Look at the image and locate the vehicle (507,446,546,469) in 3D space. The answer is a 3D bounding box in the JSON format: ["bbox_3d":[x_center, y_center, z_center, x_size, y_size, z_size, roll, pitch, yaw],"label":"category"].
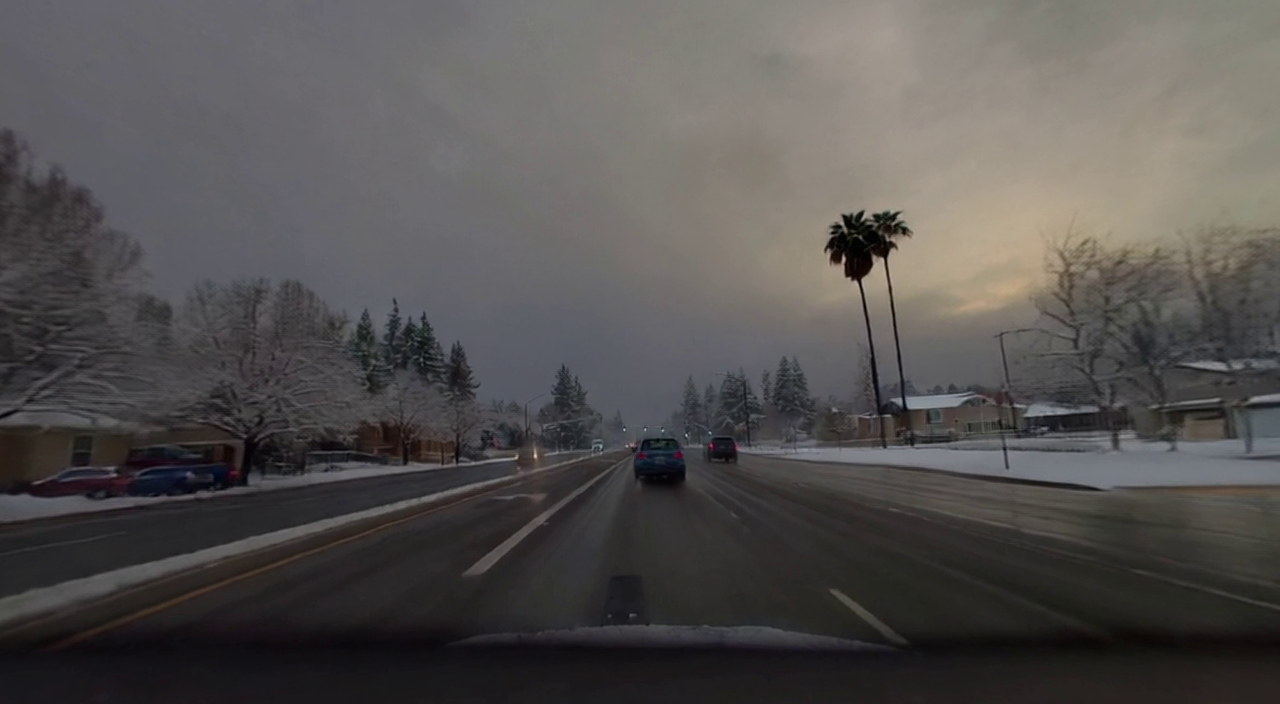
[{"bbox_3d":[-8.209,7.687,46.129,1.951,1.499,4.710,-1,-9,1],"label":"vehicle"}]

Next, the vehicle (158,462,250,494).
[{"bbox_3d":[-23.420,6.760,34.089,1.834,1.499,4.346,-1,-9,1],"label":"vehicle"}]

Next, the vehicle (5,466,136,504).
[{"bbox_3d":[-26.436,6.153,29.516,1.813,1.452,4.619,-1,-9,0],"label":"vehicle"}]

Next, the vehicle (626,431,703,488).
[{"bbox_3d":[0.697,3.562,21.111,2.289,1.679,4.180,0,-9,-1],"label":"vehicle"}]

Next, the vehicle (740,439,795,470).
[{"bbox_3d":[6.631,5.392,33.238,1.897,1.477,4.360,0,-9,-1],"label":"vehicle"}]
